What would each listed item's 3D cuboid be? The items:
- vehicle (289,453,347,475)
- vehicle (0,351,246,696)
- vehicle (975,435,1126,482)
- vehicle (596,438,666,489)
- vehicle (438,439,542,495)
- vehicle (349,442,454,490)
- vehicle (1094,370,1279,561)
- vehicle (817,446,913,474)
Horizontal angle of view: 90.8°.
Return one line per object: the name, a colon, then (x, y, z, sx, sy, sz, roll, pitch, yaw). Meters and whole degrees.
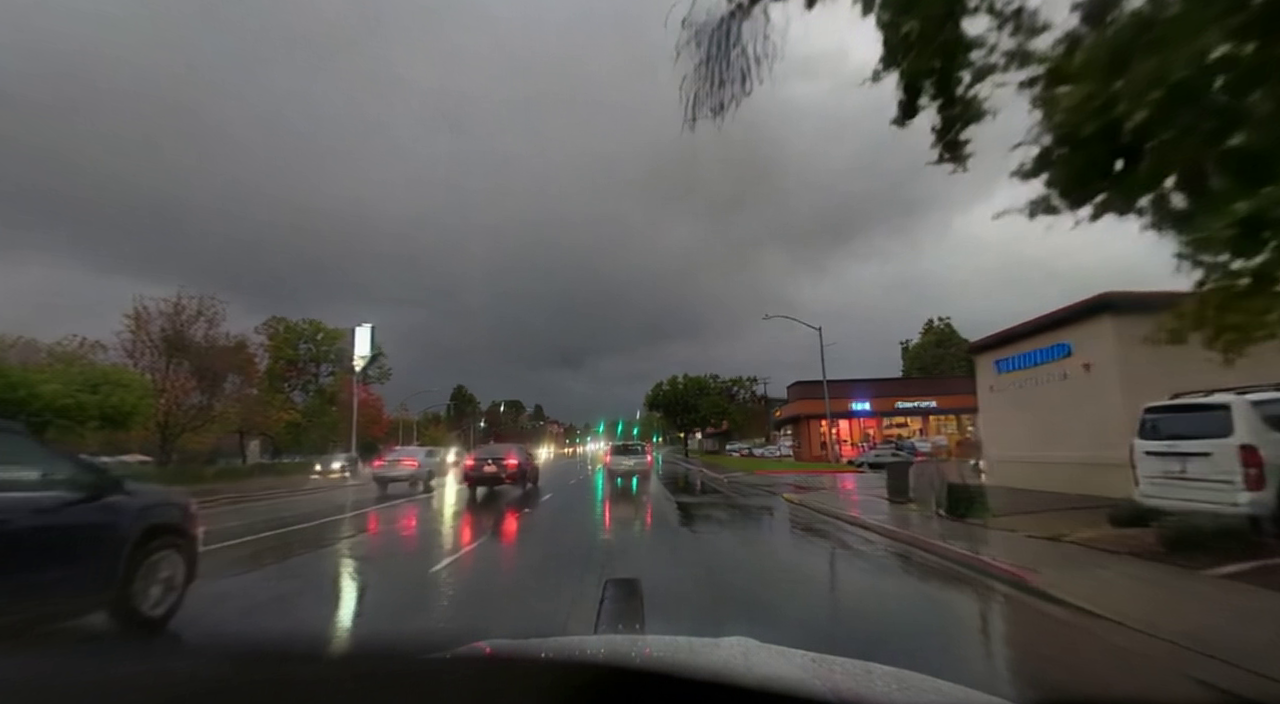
vehicle: (-24.424, 8.495, 48.149, 1.960, 1.478, 4.732, 0, -8, -1)
vehicle: (-4.431, 0.871, 3.122, 2.096, 1.807, 4.413, 0, -8, 0)
vehicle: (14.561, 3.759, 22.448, 4.619, 1.523, 1.873, 3, -9, -18)
vehicle: (-0.335, 3.554, 20.498, 2.061, 1.469, 3.954, 0, -8, -2)
vehicle: (-4.356, 3.392, 19.202, 1.973, 1.456, 4.850, 0, -8, 0)
vehicle: (-8.024, 3.842, 21.737, 2.009, 1.470, 4.179, 0, -8, 0)
vehicle: (9.100, 1.167, 7.540, 5.518, 1.898, 2.188, -3, -9, -1)
vehicle: (13.313, 6.386, 37.584, 4.877, 1.603, 2.197, 0, -8, 1)
